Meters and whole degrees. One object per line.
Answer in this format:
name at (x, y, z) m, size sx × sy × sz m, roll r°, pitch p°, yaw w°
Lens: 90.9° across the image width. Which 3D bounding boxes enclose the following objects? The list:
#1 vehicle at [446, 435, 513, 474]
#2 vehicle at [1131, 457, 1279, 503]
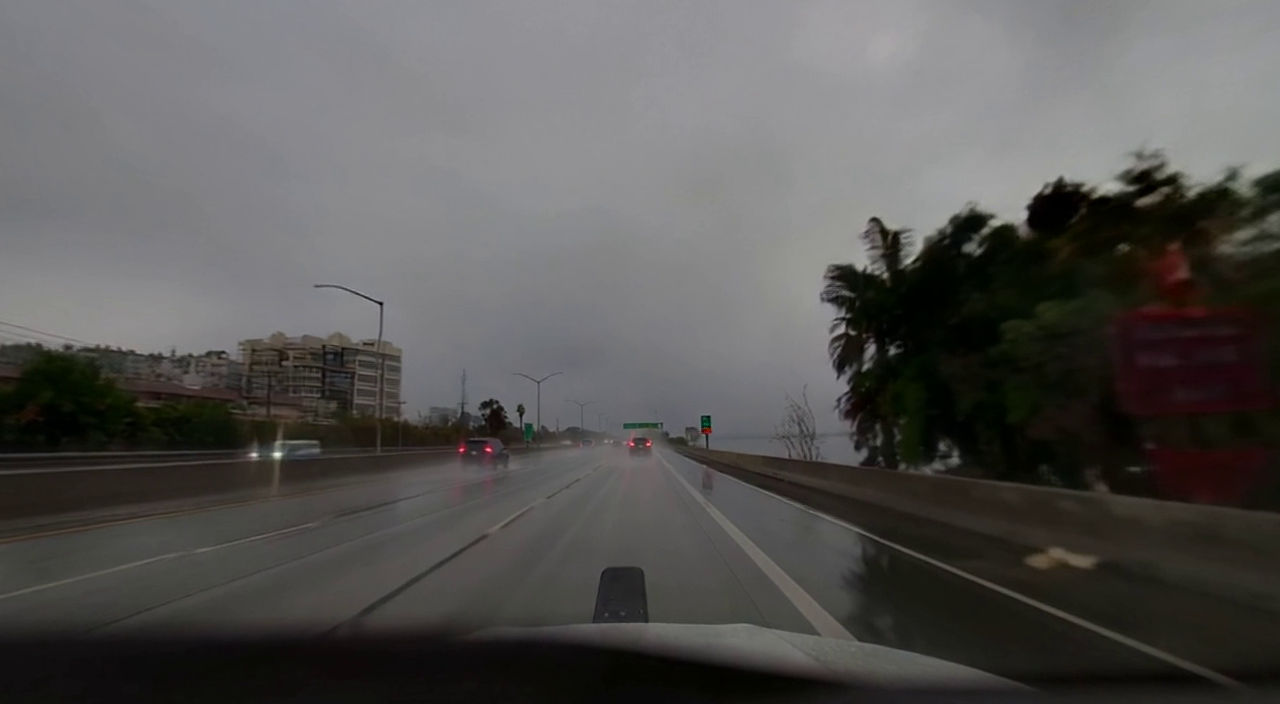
vehicle at (-7.205, 4.640, 28.766) m, size 1.946 × 1.590 × 4.042 m, roll 0°, pitch -8°, yaw 1°
vehicle at (20.783, 4.594, 22.811) m, size 4.457 × 1.502 × 1.850 m, roll 0°, pitch -8°, yaw -1°
